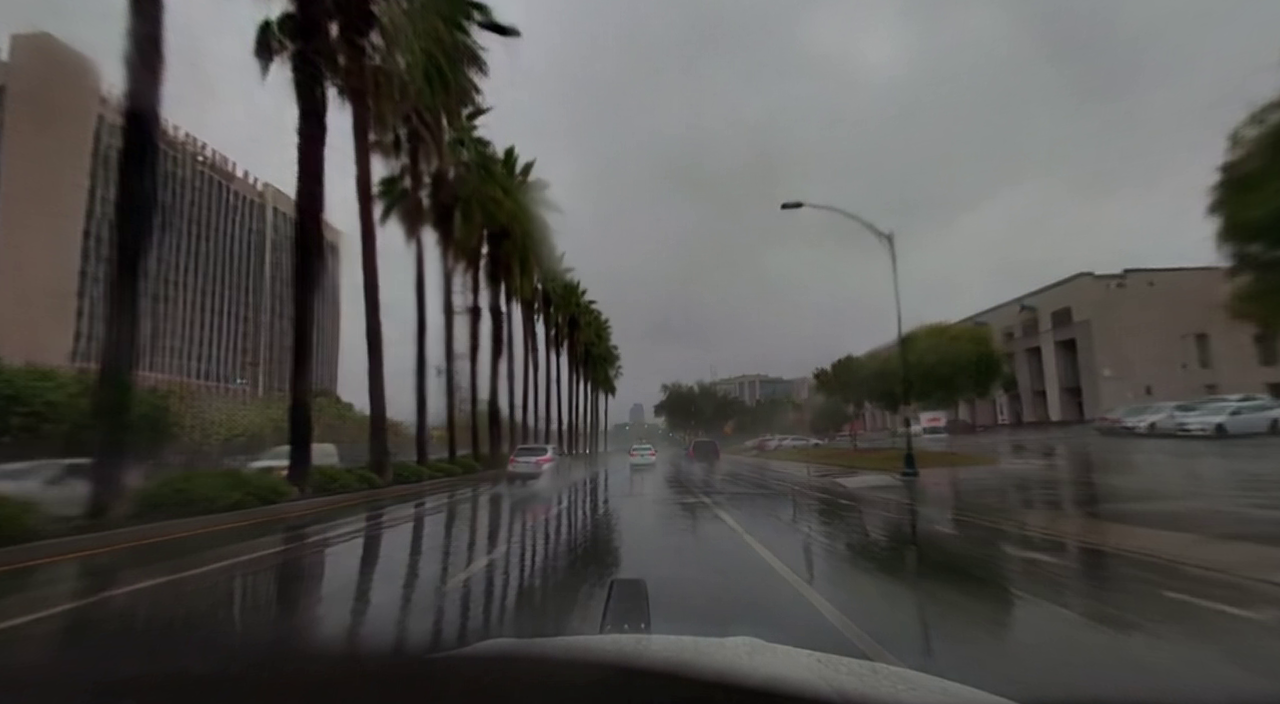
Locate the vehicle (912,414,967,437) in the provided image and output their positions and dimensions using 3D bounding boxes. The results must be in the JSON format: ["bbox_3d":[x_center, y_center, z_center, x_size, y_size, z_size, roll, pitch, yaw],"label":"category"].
[{"bbox_3d":[23.715,5.883,49.901,4.448,1.701,1.954,6,-10,-36],"label":"vehicle"}]

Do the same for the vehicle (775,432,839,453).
[{"bbox_3d":[12.910,6.974,48.698,4.749,1.457,1.806,3,-11,-28],"label":"vehicle"}]

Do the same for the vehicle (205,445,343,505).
[{"bbox_3d":[-11.630,3.882,20.431,1.886,1.706,4.209,0,-8,1],"label":"vehicle"}]

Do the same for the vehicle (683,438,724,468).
[{"bbox_3d":[4.012,6.507,40.715,2.108,1.785,4.334,0,-8,-1],"label":"vehicle"}]

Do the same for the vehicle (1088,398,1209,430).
[{"bbox_3d":[27.738,3.458,34.554,1.663,1.499,4.774,5,-10,-31],"label":"vehicle"}]

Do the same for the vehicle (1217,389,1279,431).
[{"bbox_3d":[24.277,2.315,24.508,1.815,1.441,3.985,-6,-10,30],"label":"vehicle"}]

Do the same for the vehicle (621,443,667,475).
[{"bbox_3d":[0.192,5.375,31.988,2.147,1.507,3.953,0,-8,0],"label":"vehicle"}]

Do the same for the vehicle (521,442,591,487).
[{"bbox_3d":[-3.000,4.133,23.516,1.908,1.505,4.369,-1,-8,2],"label":"vehicle"}]
